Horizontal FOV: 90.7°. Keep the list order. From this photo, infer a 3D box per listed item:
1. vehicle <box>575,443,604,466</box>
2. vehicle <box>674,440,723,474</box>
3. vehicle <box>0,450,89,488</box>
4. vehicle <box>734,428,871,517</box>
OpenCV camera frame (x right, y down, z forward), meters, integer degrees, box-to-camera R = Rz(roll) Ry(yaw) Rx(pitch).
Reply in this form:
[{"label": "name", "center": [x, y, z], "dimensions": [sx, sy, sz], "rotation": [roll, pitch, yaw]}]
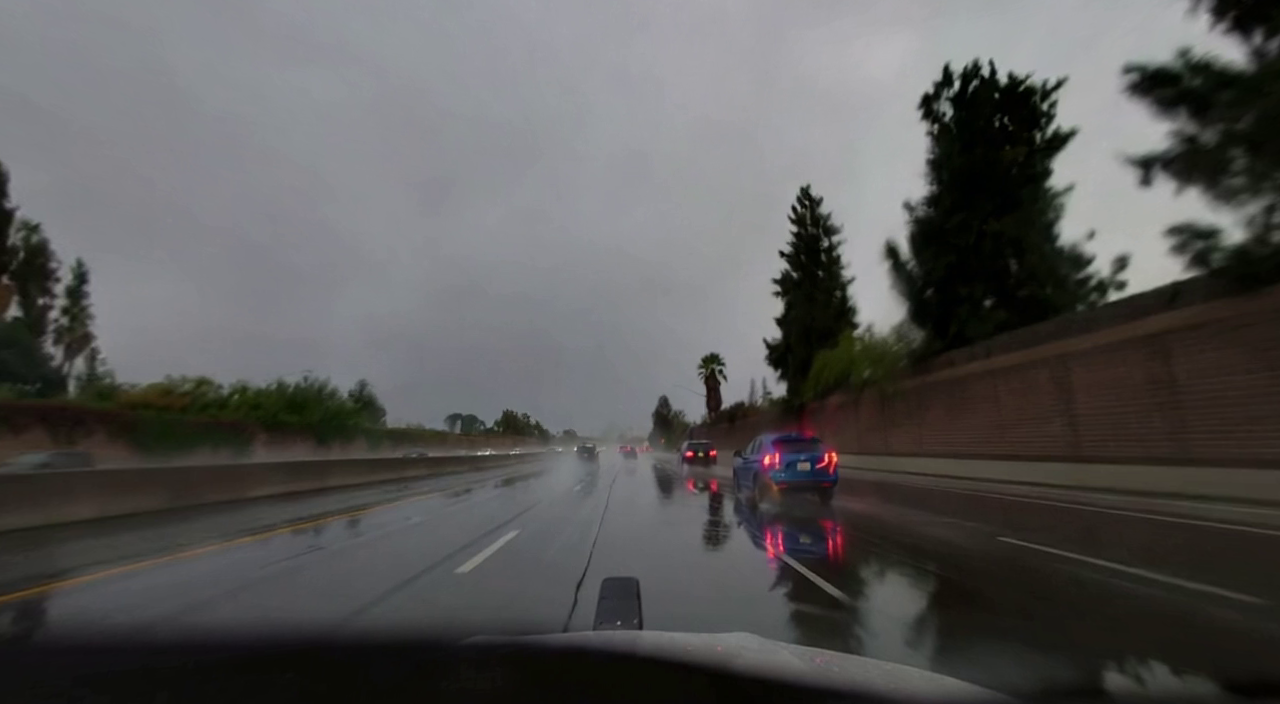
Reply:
[{"label": "vehicle", "center": [-3.783, 7.774, 48.066], "dimensions": [1.858, 1.632, 4.138], "rotation": [0, -9, 0]}, {"label": "vehicle", "center": [3.053, 5.579, 33.784], "dimensions": [2.045, 1.688, 4.313], "rotation": [0, -9, -2]}, {"label": "vehicle", "center": [-31.568, 5.962, 32.513], "dimensions": [1.992, 1.770, 4.905], "rotation": [0, -9, 2]}, {"label": "vehicle", "center": [3.443, 2.637, 14.345], "dimensions": [1.910, 1.696, 4.187], "rotation": [0, -8, -1]}]
